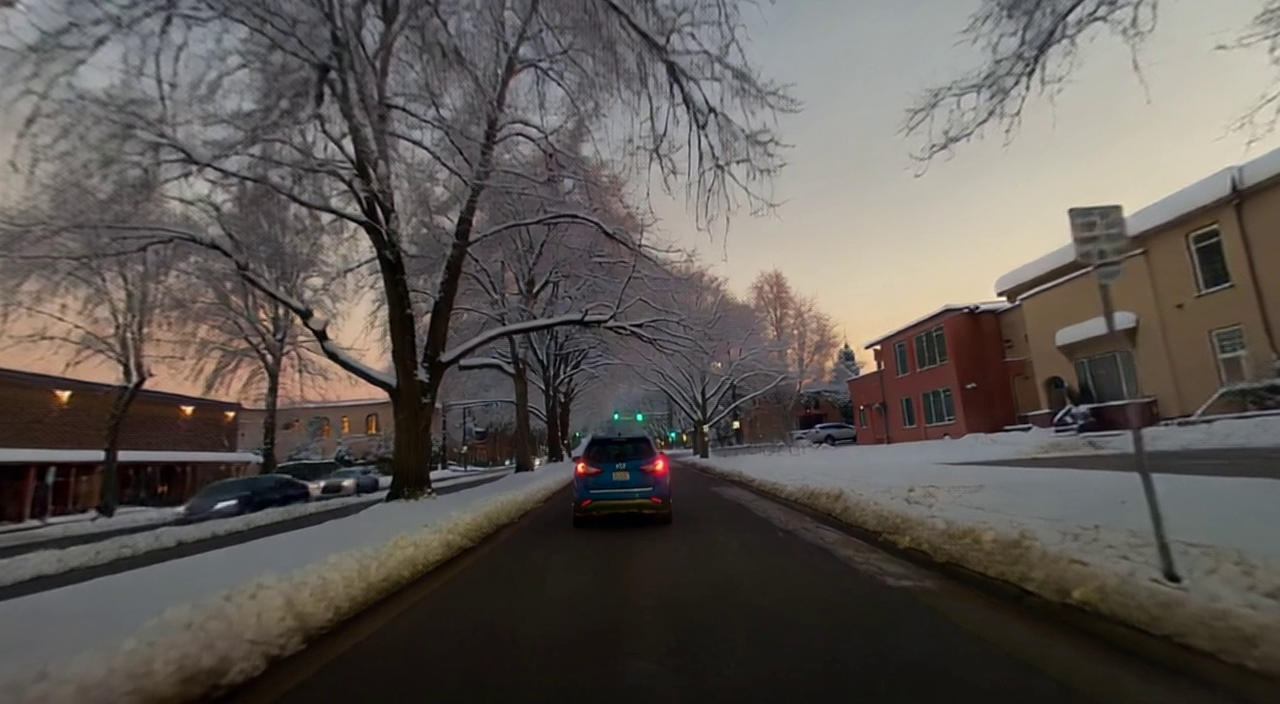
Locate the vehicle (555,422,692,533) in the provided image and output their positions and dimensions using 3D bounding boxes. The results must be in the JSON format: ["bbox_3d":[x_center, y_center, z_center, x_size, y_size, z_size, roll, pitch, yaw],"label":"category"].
[{"bbox_3d":[-0.295,2.253,11.877,2.136,1.703,3.910,0,-8,-1],"label":"vehicle"}]

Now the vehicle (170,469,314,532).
[{"bbox_3d":[-12.152,4.523,19.701,1.714,1.578,4.218,0,-8,0],"label":"vehicle"}]

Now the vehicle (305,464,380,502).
[{"bbox_3d":[-15.673,6.902,33.534,1.785,1.699,4.328,0,-8,0],"label":"vehicle"}]
